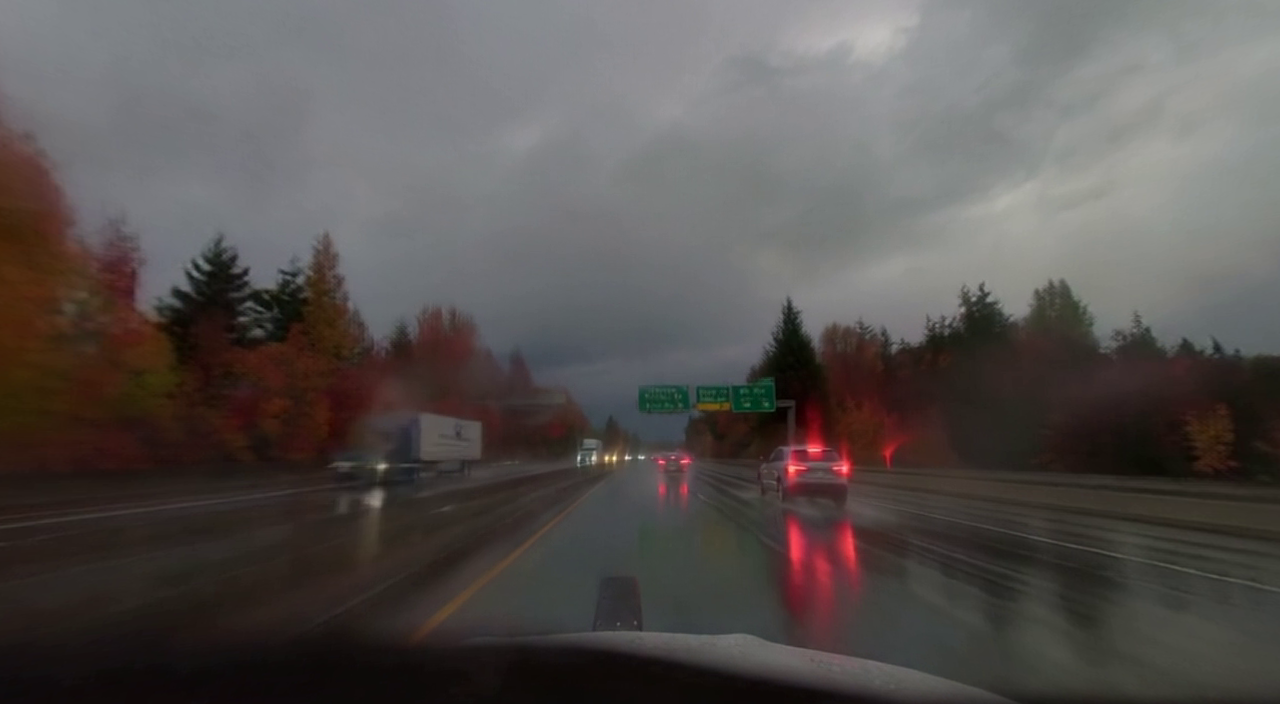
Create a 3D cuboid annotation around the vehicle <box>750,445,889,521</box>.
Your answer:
[{"bbox_3d":[4.139,3.080,15.297,2.119,1.557,4.163,0,-9,0],"label":"vehicle"}]

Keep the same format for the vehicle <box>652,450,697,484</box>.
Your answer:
[{"bbox_3d":[1.630,5.724,31.573,2.070,1.546,4.648,0,-9,1],"label":"vehicle"}]

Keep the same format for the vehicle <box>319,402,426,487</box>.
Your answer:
[{"bbox_3d":[-13.749,4.832,32.795,2.861,4.069,5.249,0,-9,3],"label":"vehicle"}]
